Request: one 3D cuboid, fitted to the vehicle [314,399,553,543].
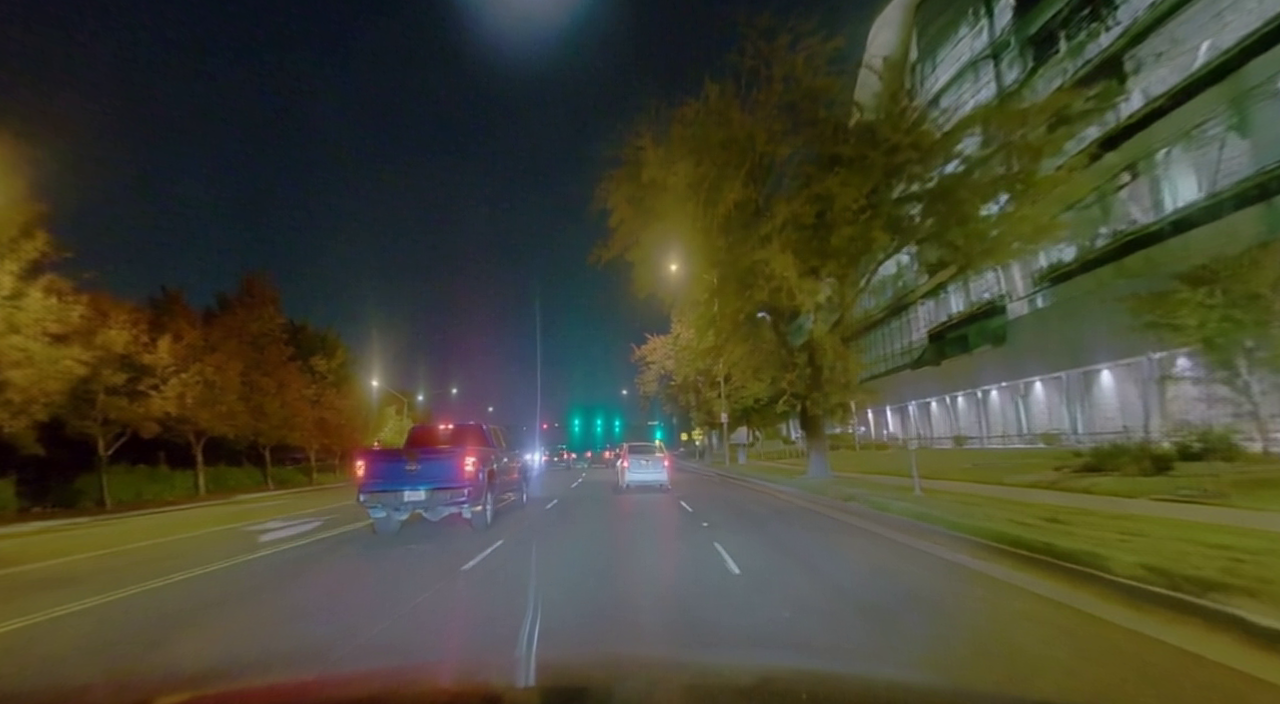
[{"bbox_3d":[-3.274,2.101,11.714,2.512,1.992,5.725,0,-9,0],"label":"vehicle"}]

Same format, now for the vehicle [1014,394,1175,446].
[{"bbox_3d":[22.362,3.472,31.415,6.027,2.377,2.245,-5,-10,26],"label":"vehicle"}]

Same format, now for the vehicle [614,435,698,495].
[{"bbox_3d":[0.343,3.256,18.473,2.142,1.528,4.133,0,-9,-3],"label":"vehicle"}]

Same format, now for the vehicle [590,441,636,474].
[{"bbox_3d":[-1.404,5.188,31.138,2.047,1.502,3.873,1,-9,-6],"label":"vehicle"}]
